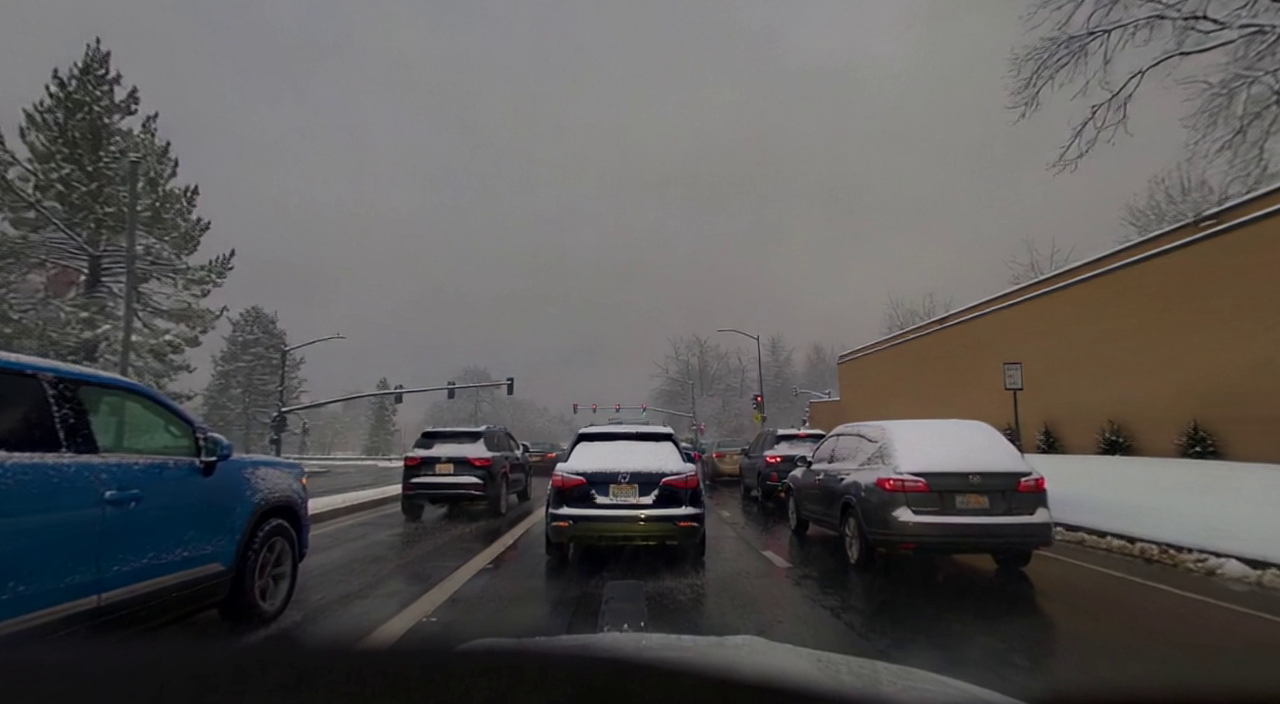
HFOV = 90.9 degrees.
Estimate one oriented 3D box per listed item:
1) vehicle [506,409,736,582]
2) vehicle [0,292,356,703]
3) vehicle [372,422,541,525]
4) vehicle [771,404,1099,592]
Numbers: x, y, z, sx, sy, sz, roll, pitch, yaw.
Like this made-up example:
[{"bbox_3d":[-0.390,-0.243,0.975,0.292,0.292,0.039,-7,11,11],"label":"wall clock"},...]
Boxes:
[{"bbox_3d":[-0.157,1.689,8.192,2.245,1.677,3.913,0,-8,1],"label":"vehicle"},{"bbox_3d":[-3.525,0.839,3.182,2.070,1.913,4.450,0,-8,0],"label":"vehicle"},{"bbox_3d":[-3.528,2.433,13.222,2.067,1.759,4.631,0,-8,1],"label":"vehicle"},{"bbox_3d":[3.136,1.641,7.943,2.029,1.702,4.281,0,-8,0],"label":"vehicle"}]
